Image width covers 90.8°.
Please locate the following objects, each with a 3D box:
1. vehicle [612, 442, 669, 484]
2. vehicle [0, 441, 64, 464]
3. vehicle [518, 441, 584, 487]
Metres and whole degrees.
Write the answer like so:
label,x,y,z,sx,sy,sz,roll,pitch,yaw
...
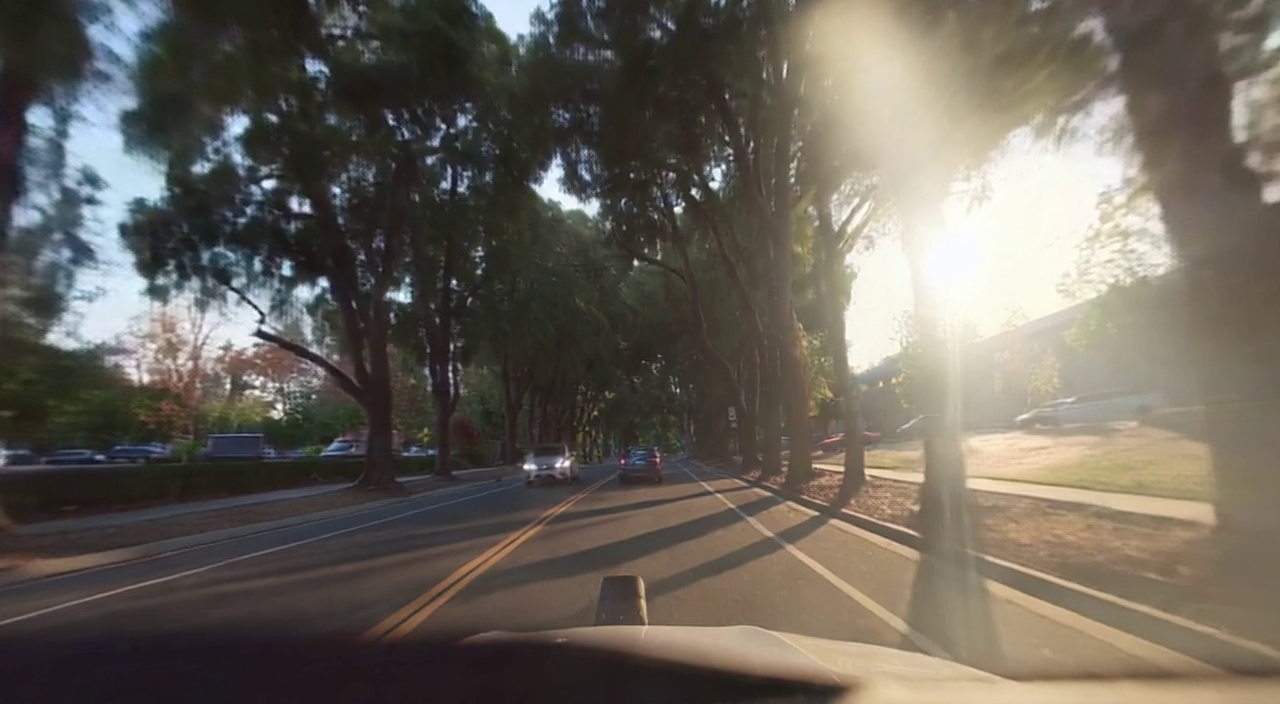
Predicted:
label,x,y,z,sx,sy,sz,roll,pitch,yaw
vehicle,0.117,4.552,26.271,2.152,1.574,4.223,-1,-8,3
vehicle,-46.170,7.434,46.988,1.897,1.584,4.678,-1,-8,5
vehicle,-3.601,4.587,26.273,2.078,1.720,3.822,-1,-8,2
